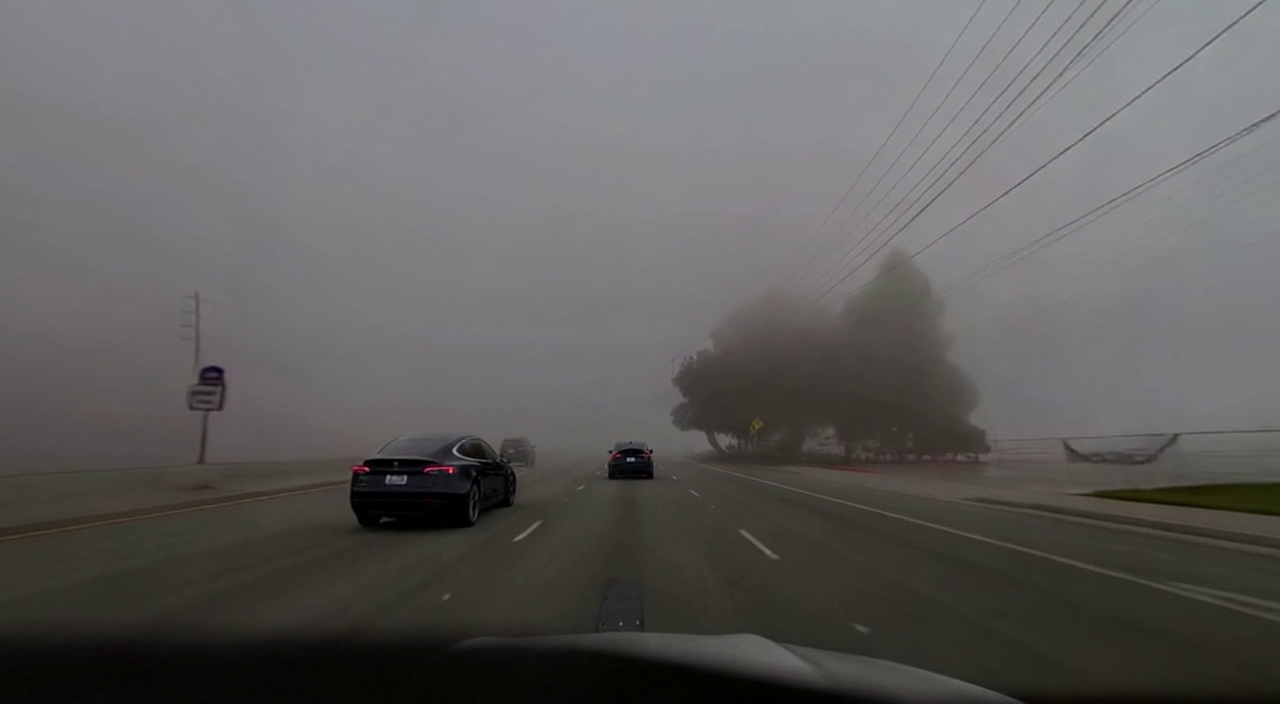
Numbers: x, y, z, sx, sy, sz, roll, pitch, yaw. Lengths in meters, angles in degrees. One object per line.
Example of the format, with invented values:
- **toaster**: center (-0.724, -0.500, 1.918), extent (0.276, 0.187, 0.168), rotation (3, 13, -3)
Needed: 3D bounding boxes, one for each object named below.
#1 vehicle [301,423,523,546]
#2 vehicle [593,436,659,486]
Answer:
- **vehicle**: center (-3.464, 2.114, 10.833), extent (1.985, 1.607, 4.892), rotation (0, -8, 0)
- **vehicle**: center (-0.482, 3.944, 23.166), extent (2.189, 1.652, 4.135), rotation (0, -9, -1)
